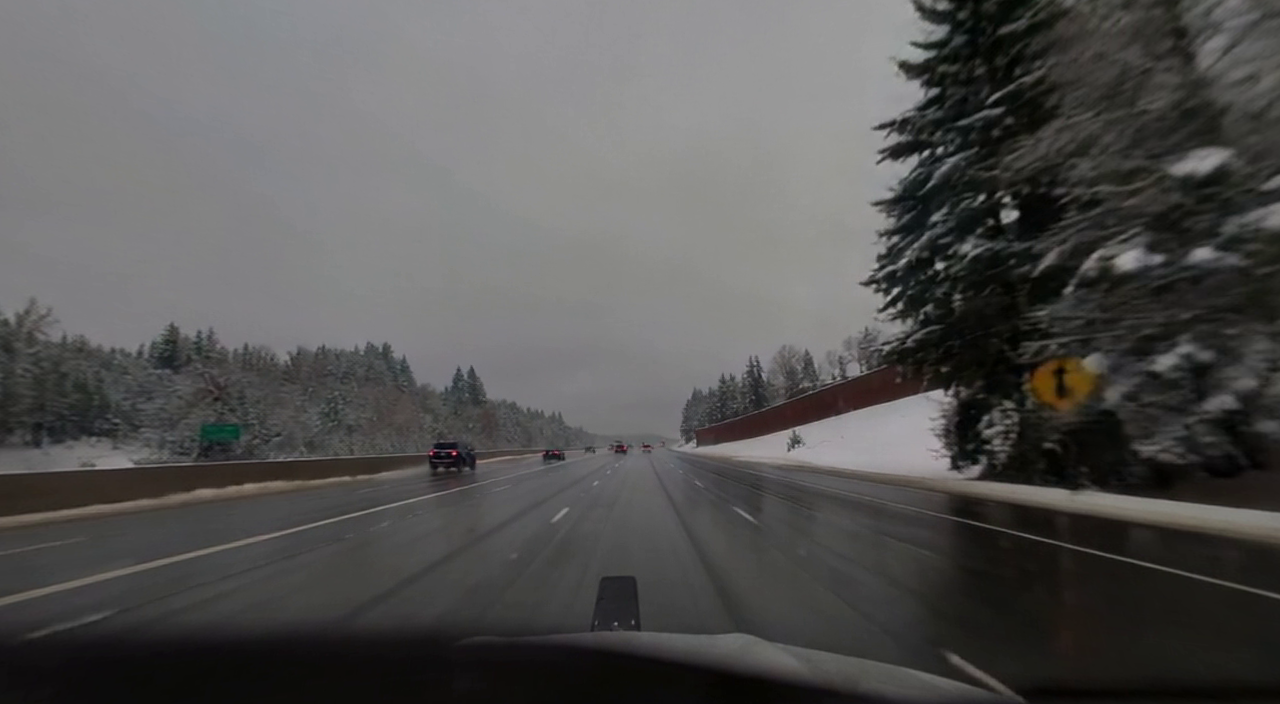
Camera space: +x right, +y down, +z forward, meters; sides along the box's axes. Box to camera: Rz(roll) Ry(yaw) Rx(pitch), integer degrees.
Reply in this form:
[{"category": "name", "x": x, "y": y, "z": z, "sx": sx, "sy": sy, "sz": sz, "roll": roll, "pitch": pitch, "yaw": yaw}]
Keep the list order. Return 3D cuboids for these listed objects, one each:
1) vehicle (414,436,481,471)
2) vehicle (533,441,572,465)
[{"category": "vehicle", "x": -10.628, "y": 5.642, "z": 35.332, "sx": 2.195, "sy": 1.795, "sz": 4.659, "roll": 0, "pitch": -9, "yaw": 1}, {"category": "vehicle", "x": -6.269, "y": 7.303, "z": 45.807, "sx": 2.080, "sy": 1.694, "sz": 4.279, "roll": 0, "pitch": -9, "yaw": 2}]
